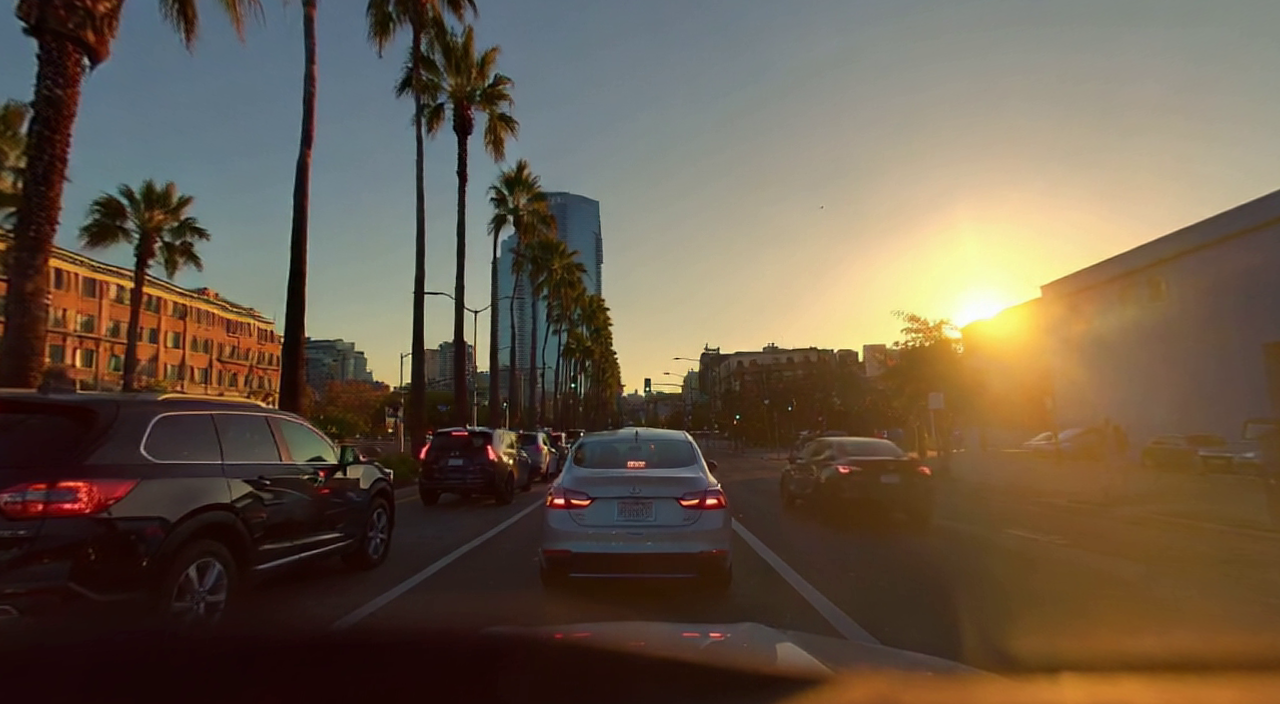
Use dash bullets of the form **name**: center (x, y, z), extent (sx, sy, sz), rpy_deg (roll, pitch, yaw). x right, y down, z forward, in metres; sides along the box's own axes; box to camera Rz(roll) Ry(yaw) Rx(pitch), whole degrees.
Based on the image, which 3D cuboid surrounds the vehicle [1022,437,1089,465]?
- **vehicle**: center (26.072, 6.245, 39.692), extent (1.882, 1.672, 3.957), rpy_deg (-1, -9, 7)

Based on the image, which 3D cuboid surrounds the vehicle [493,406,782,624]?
- **vehicle**: center (-0.047, 1.519, 6.852), extent (2.114, 1.585, 4.285), rpy_deg (0, -8, -1)

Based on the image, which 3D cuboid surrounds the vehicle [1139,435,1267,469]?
- **vehicle**: center (25.474, 4.533, 28.636), extent (3.914, 1.427, 1.779), rpy_deg (-2, -8, 5)

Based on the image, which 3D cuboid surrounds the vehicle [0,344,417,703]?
- **vehicle**: center (-3.536, 1.145, 5.042), extent (1.914, 1.741, 4.398), rpy_deg (0, -8, -1)

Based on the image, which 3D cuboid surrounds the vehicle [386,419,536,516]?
- **vehicle**: center (-3.474, 2.320, 13.078), extent (1.840, 1.684, 4.041), rpy_deg (0, -8, 1)

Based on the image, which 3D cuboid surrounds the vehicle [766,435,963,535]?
- **vehicle**: center (3.866, 2.360, 11.896), extent (1.982, 1.480, 4.572), rpy_deg (1, -8, -1)
